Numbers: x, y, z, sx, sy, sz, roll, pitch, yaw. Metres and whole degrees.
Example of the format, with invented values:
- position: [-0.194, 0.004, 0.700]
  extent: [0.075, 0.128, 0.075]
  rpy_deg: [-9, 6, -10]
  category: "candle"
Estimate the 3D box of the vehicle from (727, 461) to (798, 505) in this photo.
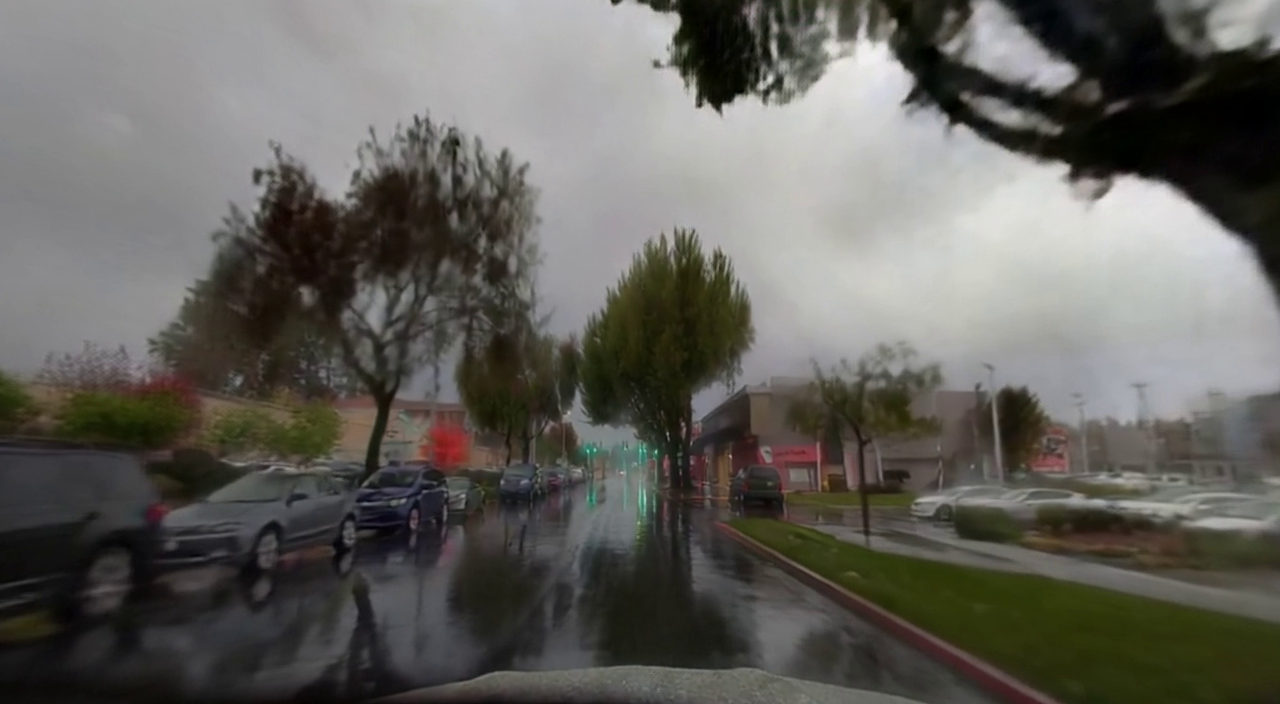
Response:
- position: [5.383, 5.866, 28.454]
  extent: [2.054, 1.779, 4.650]
  rpy_deg: [1, -11, -3]
  category: "vehicle"

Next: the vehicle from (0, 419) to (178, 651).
- position: [-5.644, 1.356, 4.314]
  extent: [1.848, 1.683, 4.208]
  rpy_deg: [-4, -8, -1]
  category: "vehicle"

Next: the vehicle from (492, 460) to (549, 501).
- position: [-6.323, 6.889, 33.995]
  extent: [2.196, 2.001, 5.548]
  rpy_deg: [1, -11, -3]
  category: "vehicle"

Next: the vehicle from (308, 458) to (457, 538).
- position: [-6.079, 3.500, 15.524]
  extent: [1.957, 1.634, 4.164]
  rpy_deg: [1, -11, -2]
  category: "vehicle"

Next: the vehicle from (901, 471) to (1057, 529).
- position: [10.045, 4.429, 19.203]
  extent: [1.926, 1.469, 4.654]
  rpy_deg: [2, -11, -4]
  category: "vehicle"

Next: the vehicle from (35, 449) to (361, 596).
- position: [-5.805, 2.278, 9.071]
  extent: [1.820, 1.578, 4.043]
  rpy_deg: [1, -11, -2]
  category: "vehicle"

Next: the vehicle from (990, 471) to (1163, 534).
- position: [13.257, 4.566, 19.499]
  extent: [1.880, 1.644, 4.110]
  rpy_deg: [3, -10, -12]
  category: "vehicle"
